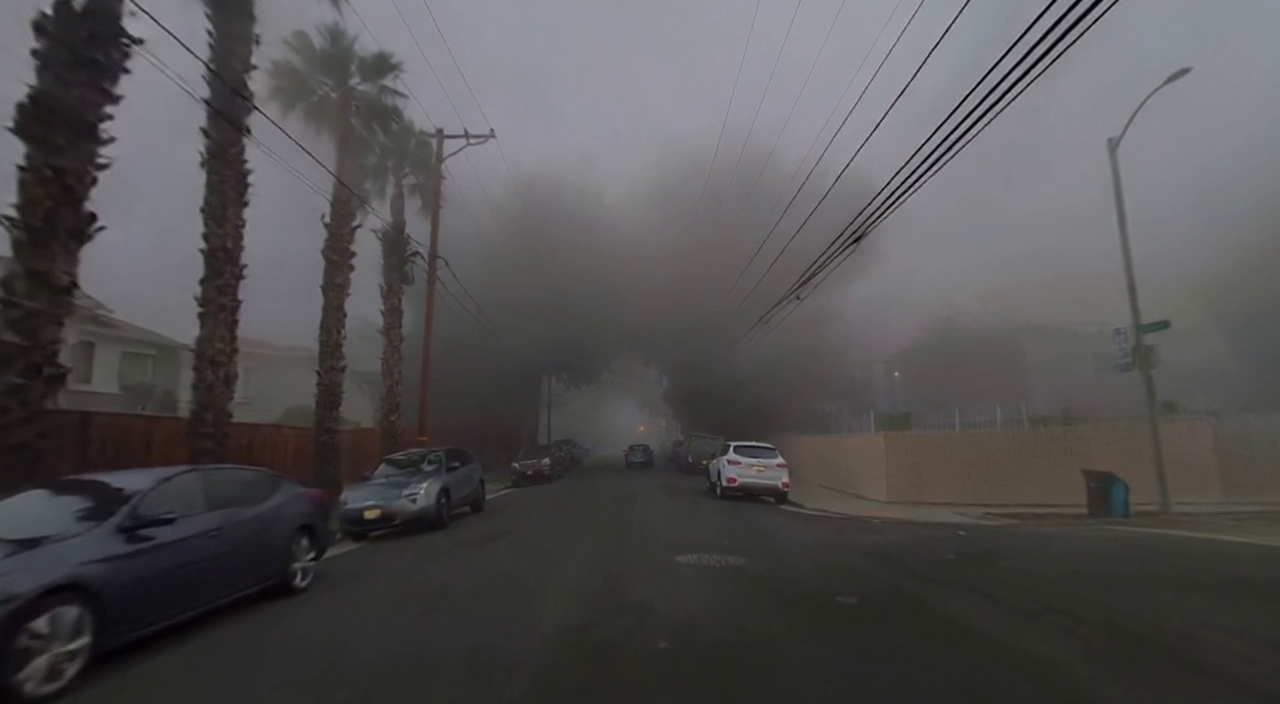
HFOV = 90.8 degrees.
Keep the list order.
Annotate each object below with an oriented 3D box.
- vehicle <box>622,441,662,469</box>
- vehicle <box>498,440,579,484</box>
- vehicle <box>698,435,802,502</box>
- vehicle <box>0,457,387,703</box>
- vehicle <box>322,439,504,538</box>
[{"bbox_3d":[0.037,5.974,36.862,2.081,1.483,4.599,0,-9,-3],"label":"vehicle"},{"bbox_3d":[-3.938,4.423,25.656,2.130,1.543,5.386,-1,-9,3],"label":"vehicle"},{"bbox_3d":[2.921,3.251,17.941,2.060,1.614,4.652,0,-9,-1],"label":"vehicle"},{"bbox_3d":[-4.107,1.608,5.261,1.875,1.389,5.094,-1,-9,0],"label":"vehicle"},{"bbox_3d":[-4.185,2.591,12.689,1.769,1.551,5.040,-1,-9,0],"label":"vehicle"}]
